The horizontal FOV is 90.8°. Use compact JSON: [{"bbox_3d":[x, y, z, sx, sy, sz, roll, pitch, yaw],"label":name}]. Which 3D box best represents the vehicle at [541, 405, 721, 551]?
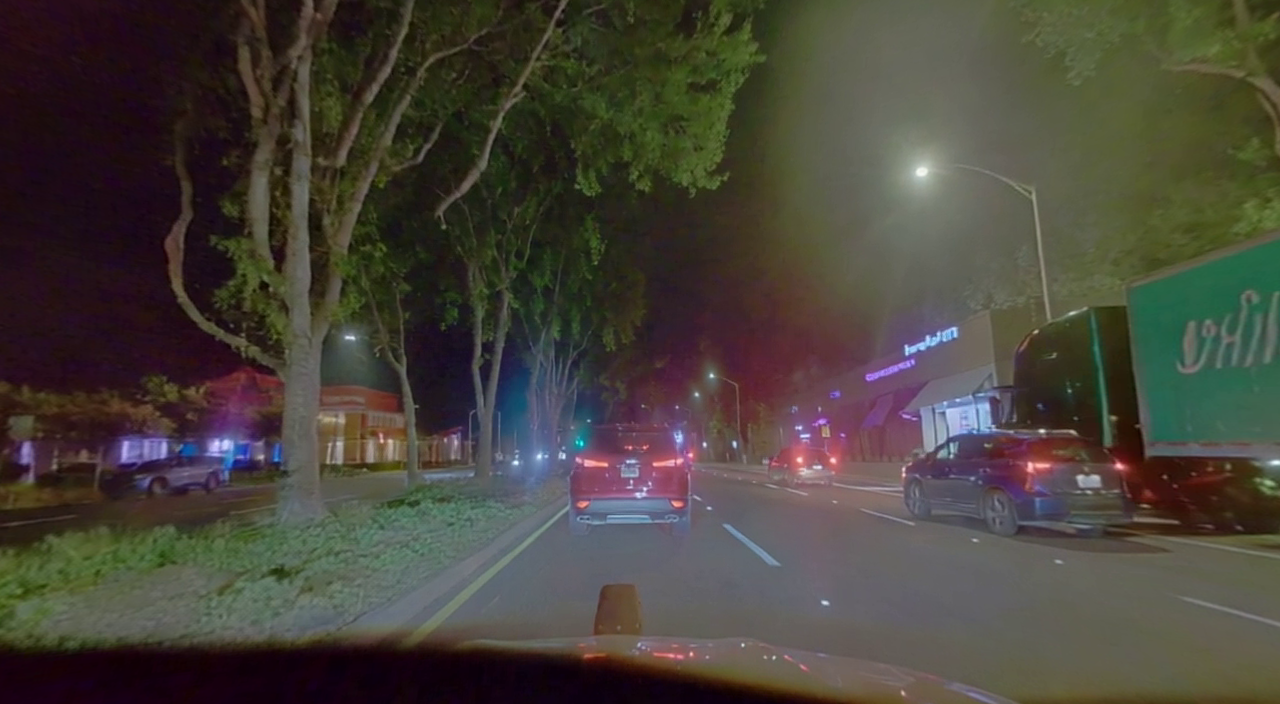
[{"bbox_3d":[-0.140,1.943,10.352,2.320,1.880,4.192,0,-9,-1],"label":"vehicle"}]

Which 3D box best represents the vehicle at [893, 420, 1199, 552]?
[{"bbox_3d":[6.188,2.073,10.492,2.056,1.703,4.428,0,-9,-1],"label":"vehicle"}]

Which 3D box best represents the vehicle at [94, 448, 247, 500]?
[{"bbox_3d":[-19.304,4.982,26.404,2.302,1.939,5.221,0,-9,1],"label":"vehicle"}]

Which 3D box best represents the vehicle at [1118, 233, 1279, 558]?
[{"bbox_3d":[9.959,-0.327,2.383,2.879,4.284,17.334,0,-9,0],"label":"vehicle"}]

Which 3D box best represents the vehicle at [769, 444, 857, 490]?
[{"bbox_3d":[6.401,4.270,23.922,2.035,1.553,4.465,0,-9,0],"label":"vehicle"}]

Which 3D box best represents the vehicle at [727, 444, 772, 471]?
[{"bbox_3d":[6.552,6.336,38.170,1.914,1.523,4.287,0,-9,-1],"label":"vehicle"}]
